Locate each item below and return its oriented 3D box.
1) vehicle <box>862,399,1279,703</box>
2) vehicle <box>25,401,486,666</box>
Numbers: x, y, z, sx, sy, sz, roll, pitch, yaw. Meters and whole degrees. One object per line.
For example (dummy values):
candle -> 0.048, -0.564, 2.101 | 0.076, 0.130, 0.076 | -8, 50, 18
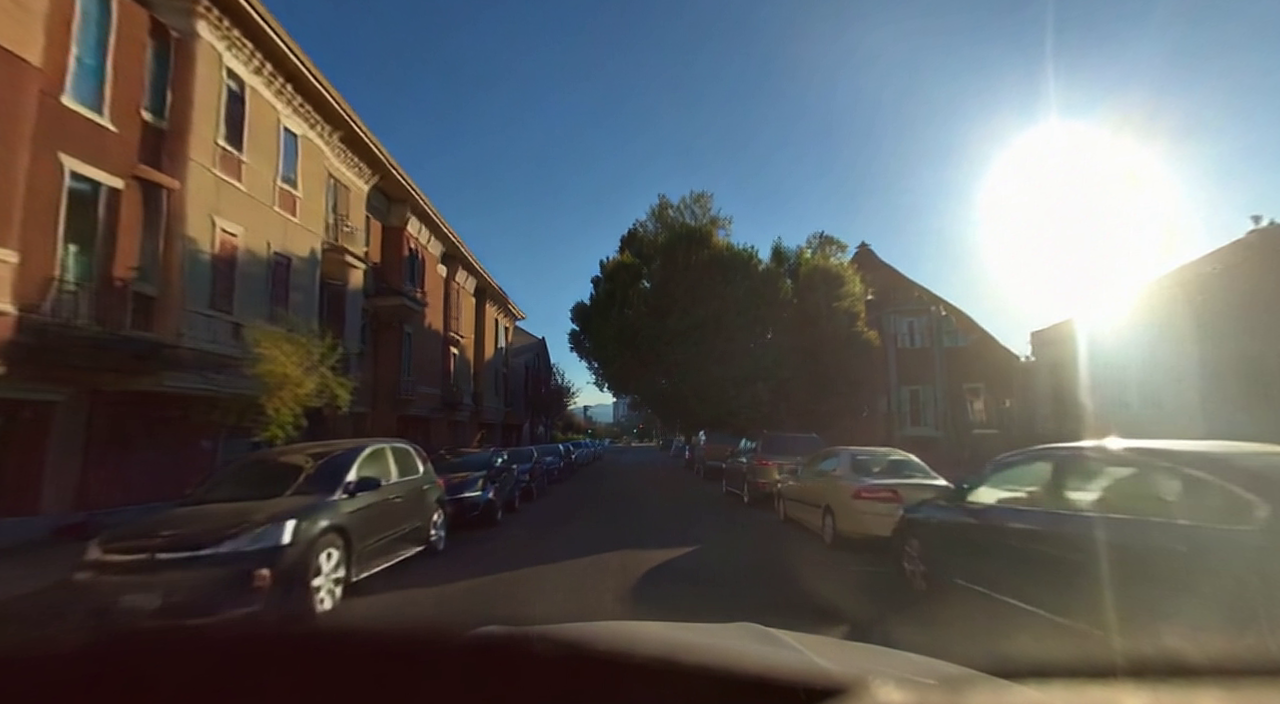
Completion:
vehicle -> 3.348, 1.259, 4.155 | 1.968, 1.595, 4.543 | 3, -8, -3
vehicle -> -3.197, 1.515, 6.619 | 2.081, 1.679, 4.506 | -3, -7, -1
